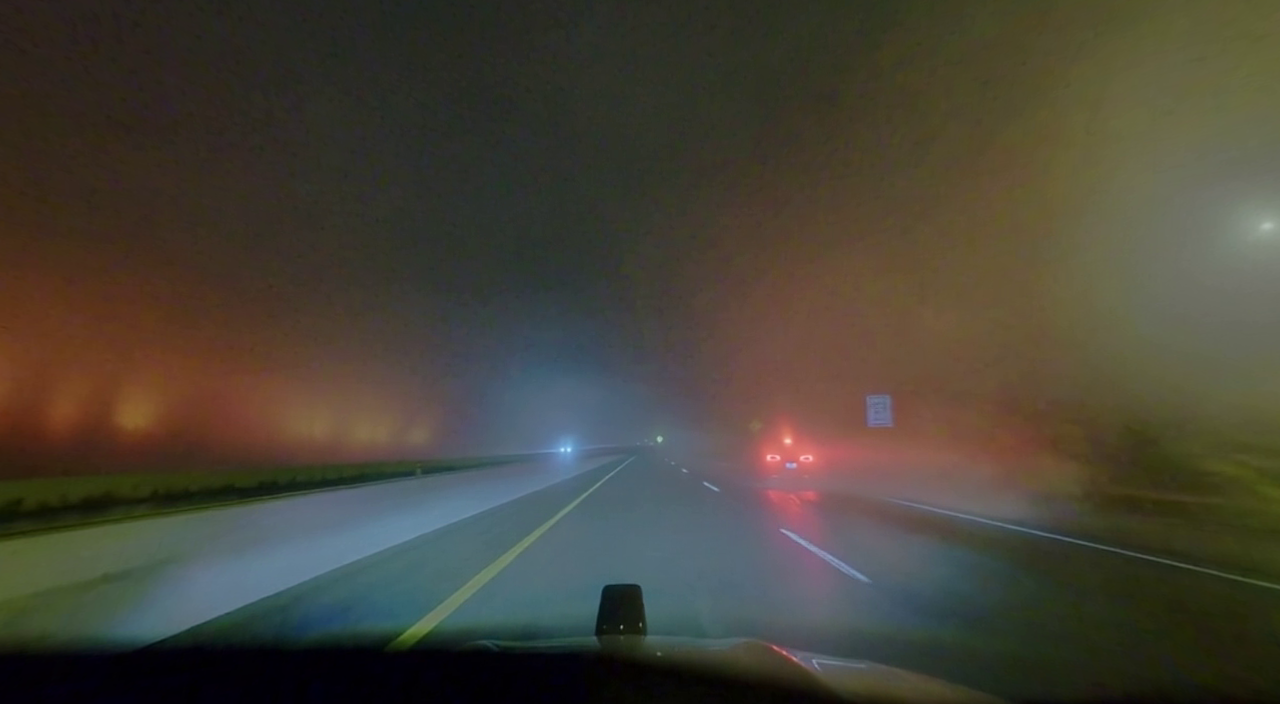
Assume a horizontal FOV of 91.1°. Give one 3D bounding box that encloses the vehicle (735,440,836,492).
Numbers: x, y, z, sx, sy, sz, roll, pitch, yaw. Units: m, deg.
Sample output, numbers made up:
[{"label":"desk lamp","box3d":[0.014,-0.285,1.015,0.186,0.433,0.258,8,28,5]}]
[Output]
[{"label":"vehicle","box3d":[4.335,3.445,19.455,2.124,1.405,4.398,0,-8,1]}]
